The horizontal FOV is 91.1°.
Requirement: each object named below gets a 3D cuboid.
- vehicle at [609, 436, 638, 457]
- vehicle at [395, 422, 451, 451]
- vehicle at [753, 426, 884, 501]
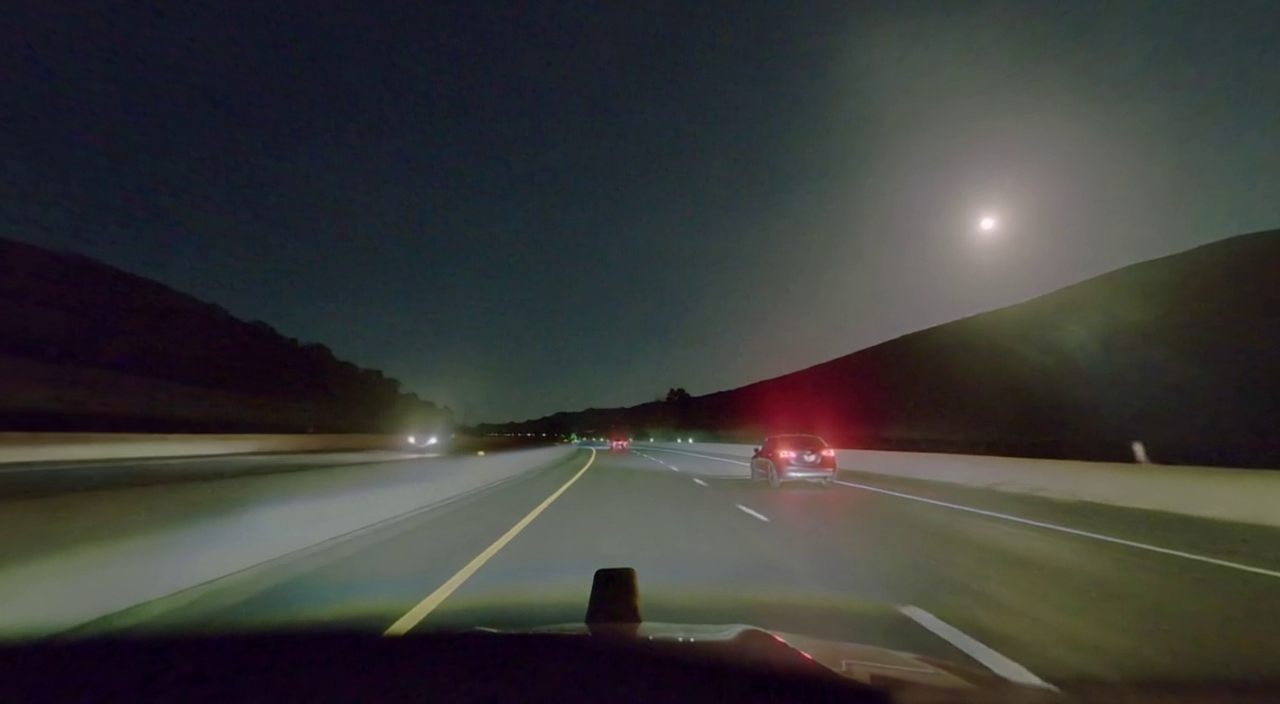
[{"bbox_3d":[-1.234,6.885,45.932,1.998,1.512,3.735,0,-8,-3],"label":"vehicle"},{"bbox_3d":[-13.311,5.242,38.848,1.962,1.640,4.442,0,-8,-2],"label":"vehicle"},{"bbox_3d":[3.958,2.510,14.583,1.852,1.513,3.652,0,-8,-2],"label":"vehicle"}]
